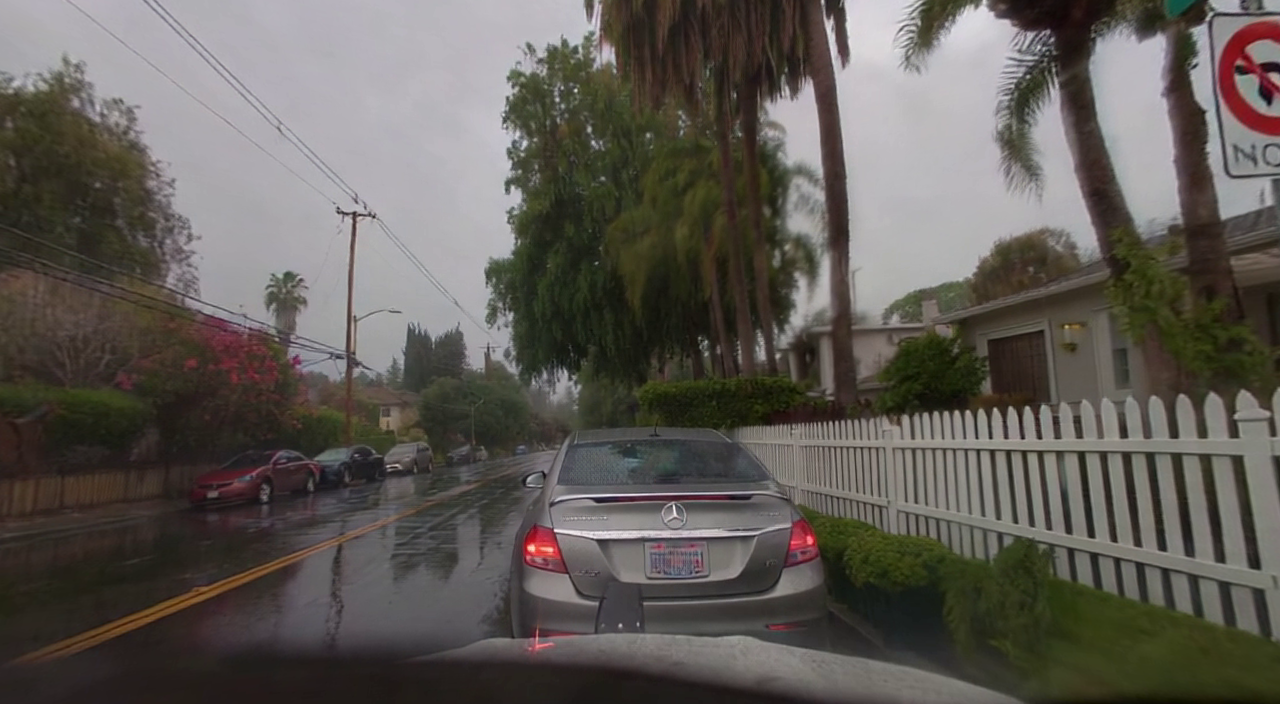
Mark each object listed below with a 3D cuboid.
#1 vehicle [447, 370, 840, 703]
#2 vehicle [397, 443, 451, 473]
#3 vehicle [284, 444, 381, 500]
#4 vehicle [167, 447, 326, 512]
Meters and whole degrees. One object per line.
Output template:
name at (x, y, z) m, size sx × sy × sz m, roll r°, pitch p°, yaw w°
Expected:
vehicle at (-0.141, 1.219, 4.995) m, size 1.894 × 1.695 × 3.795 m, roll 1°, pitch -8°, yaw -6°
vehicle at (-13.177, 6.463, 38.693) m, size 2.060 × 1.689 × 4.999 m, roll 1°, pitch -8°, yaw -7°
vehicle at (-12.162, 4.711, 25.270) m, size 2.048 × 1.485 × 4.757 m, roll -4°, pitch -4°, yaw -8°
vehicle at (-11.403, 3.657, 18.784) m, size 2.017 × 1.627 × 5.039 m, roll 1°, pitch -8°, yaw -7°
